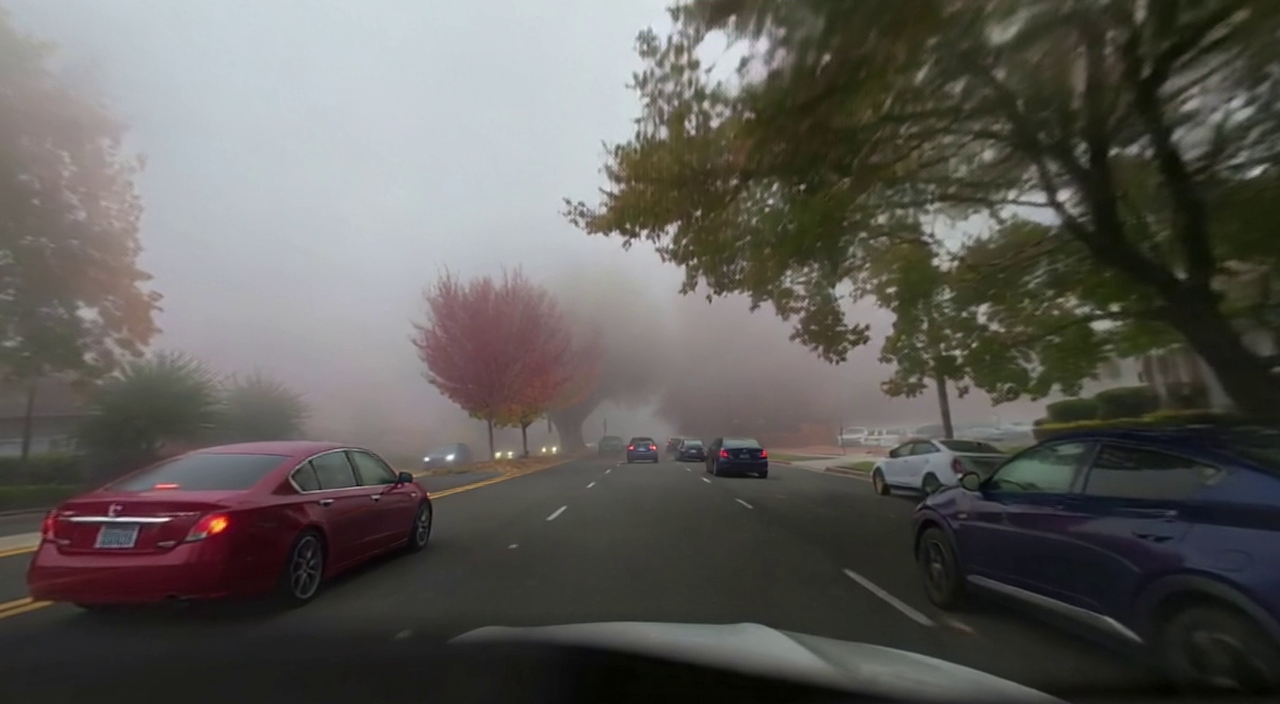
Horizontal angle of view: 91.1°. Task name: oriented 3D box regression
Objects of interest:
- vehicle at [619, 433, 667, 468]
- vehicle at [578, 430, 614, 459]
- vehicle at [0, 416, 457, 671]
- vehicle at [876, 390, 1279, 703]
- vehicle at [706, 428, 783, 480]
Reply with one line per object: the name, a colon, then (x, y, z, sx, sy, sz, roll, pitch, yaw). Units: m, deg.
vehicle: (0.133, 5.025, 32.311, 2.293, 1.662, 4.262, 0, -8, 0)
vehicle: (-3.310, 7.110, 48.154, 2.246, 2.062, 5.123, 0, -8, 2)
vehicle: (-3.496, 1.461, 6.039, 1.997, 1.479, 4.547, 0, -8, 1)
vehicle: (3.359, 1.120, 3.908, 2.060, 1.474, 4.475, 0, -8, 0)
vehicle: (3.648, 3.667, 22.773, 2.019, 1.675, 4.488, 0, -8, 0)
